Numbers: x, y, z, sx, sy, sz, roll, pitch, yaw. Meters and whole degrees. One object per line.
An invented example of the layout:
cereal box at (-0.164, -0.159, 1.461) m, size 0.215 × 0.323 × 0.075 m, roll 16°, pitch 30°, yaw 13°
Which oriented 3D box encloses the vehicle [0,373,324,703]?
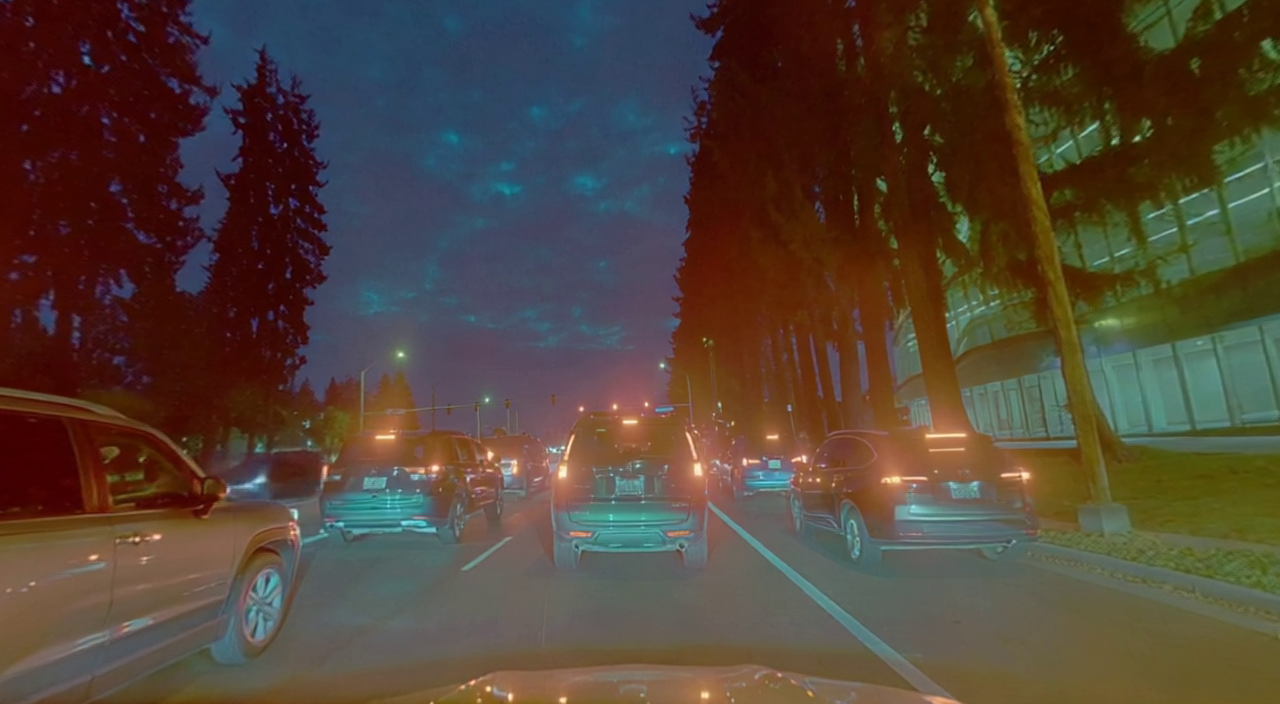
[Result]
vehicle at (-3.781, 0.996, 3.304) m, size 1.929 × 1.641 × 4.193 m, roll 0°, pitch -8°, yaw 2°

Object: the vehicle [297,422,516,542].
vehicle at (-3.656, 2.116, 10.918) m, size 2.042 × 1.641 × 4.314 m, roll 0°, pitch -8°, yaw 1°

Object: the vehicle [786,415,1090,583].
vehicle at (3.261, 1.666, 7.865) m, size 1.922 × 1.579 × 3.642 m, roll 0°, pitch -8°, yaw -1°

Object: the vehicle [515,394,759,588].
vehicle at (-0.011, 1.551, 7.781) m, size 2.193 × 1.744 × 4.033 m, roll 0°, pitch -8°, yaw 0°
